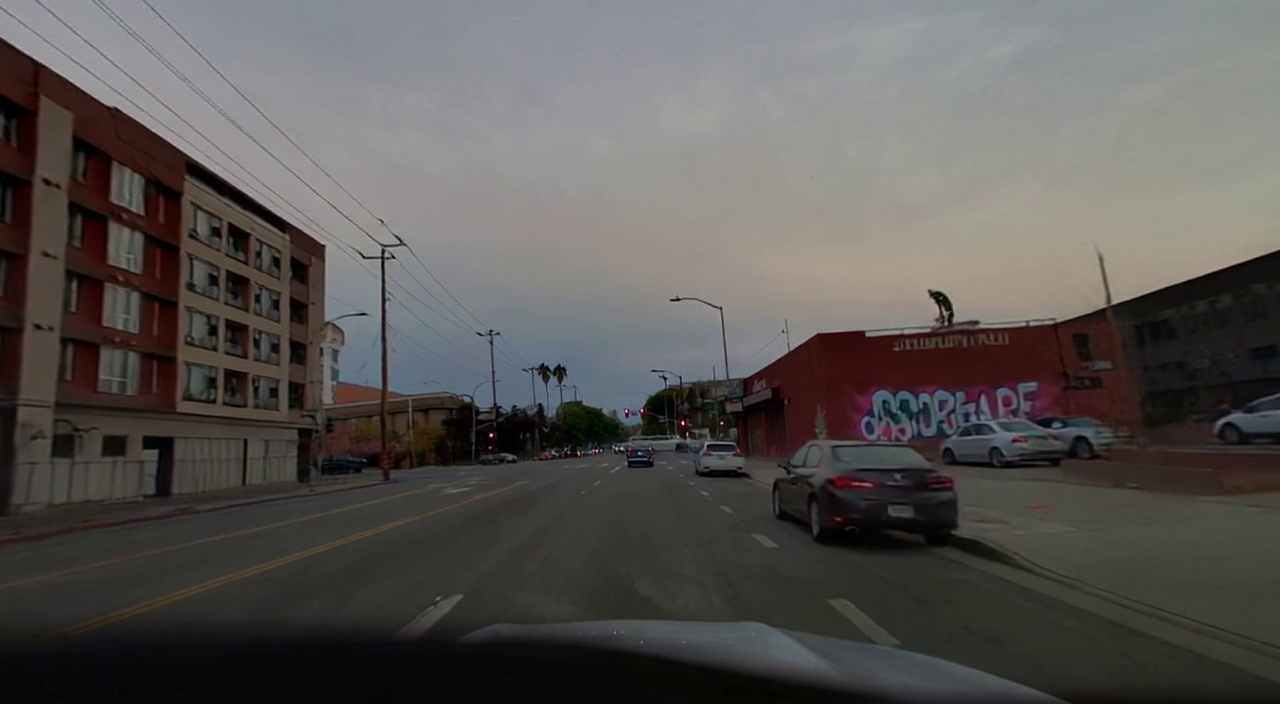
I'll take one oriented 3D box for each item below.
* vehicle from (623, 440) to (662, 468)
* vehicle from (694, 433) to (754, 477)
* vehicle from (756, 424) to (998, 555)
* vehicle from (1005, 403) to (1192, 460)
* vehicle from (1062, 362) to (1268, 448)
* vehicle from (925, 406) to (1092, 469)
[{"bbox_3d":[0.140,5.883,36.373,2.153,1.505,4.452,0,-9,0],"label":"vehicle"},{"bbox_3d":[3.496,4.396,26.921,1.938,1.714,4.402,0,-9,-1],"label":"vehicle"},{"bbox_3d":[3.212,1.962,9.626,2.062,1.535,4.206,0,-9,0],"label":"vehicle"},{"bbox_3d":[13.246,2.406,18.617,1.819,1.450,4.707,0,-9,-3],"label":"vehicle"},{"bbox_3d":[15.530,1.749,19.056,1.969,2.282,4.731,0,-9,-1],"label":"vehicle"},{"bbox_3d":[10.863,2.607,19.053,1.956,1.514,4.862,-4,-8,-2],"label":"vehicle"}]
